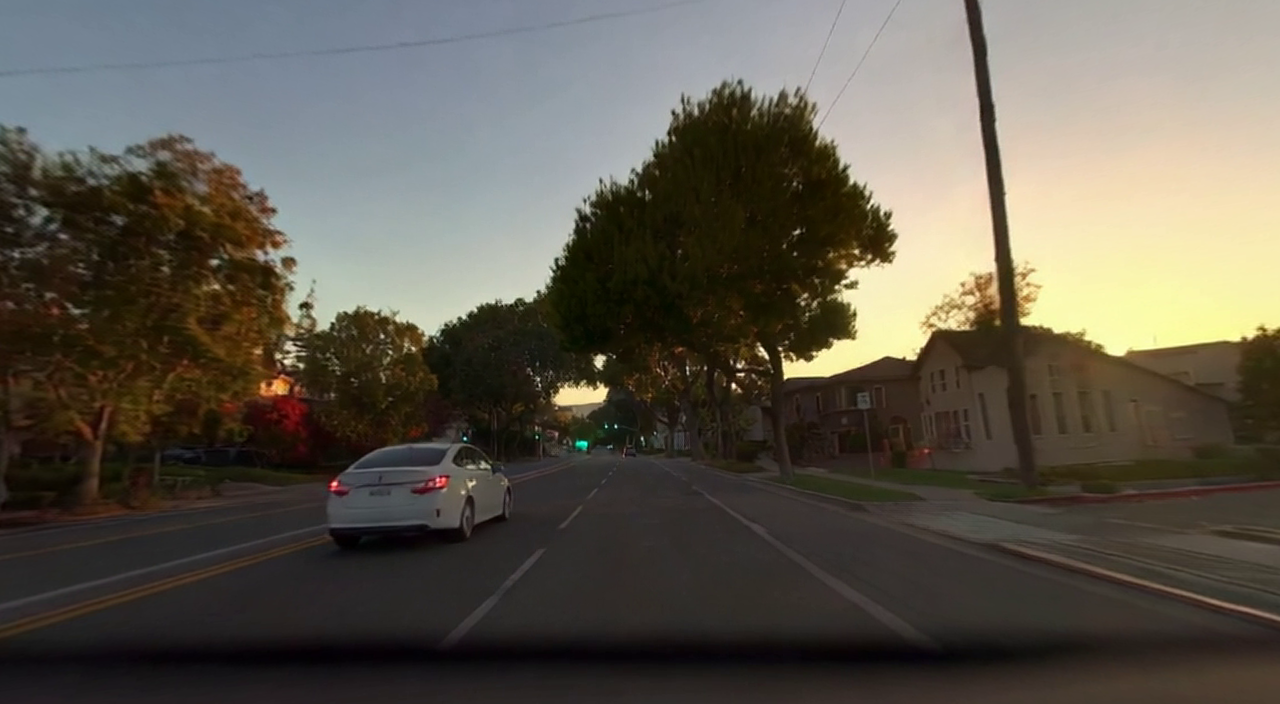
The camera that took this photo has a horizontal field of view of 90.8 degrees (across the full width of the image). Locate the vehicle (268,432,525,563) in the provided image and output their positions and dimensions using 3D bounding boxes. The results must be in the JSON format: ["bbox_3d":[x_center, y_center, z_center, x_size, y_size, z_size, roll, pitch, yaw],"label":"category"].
[{"bbox_3d":[-3.204,2.018,9.462,2.113,1.493,4.222,0,-9,1],"label":"vehicle"}]
